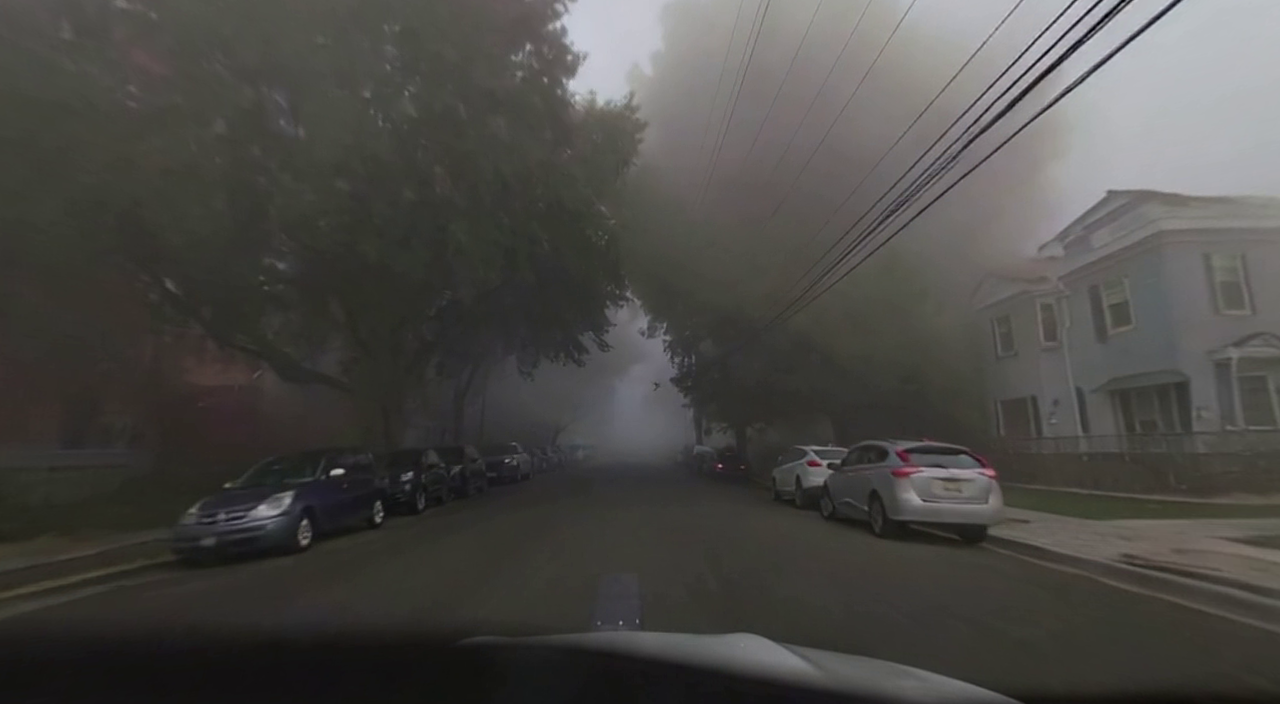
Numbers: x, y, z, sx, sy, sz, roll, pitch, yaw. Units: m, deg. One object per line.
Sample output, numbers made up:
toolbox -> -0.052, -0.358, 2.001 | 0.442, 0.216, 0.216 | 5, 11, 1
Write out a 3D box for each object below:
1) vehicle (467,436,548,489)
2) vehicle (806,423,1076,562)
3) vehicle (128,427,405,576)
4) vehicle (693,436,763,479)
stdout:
vehicle -> -5.502, 4.611, 27.006 | 2.285, 1.895, 5.883 | -2, -8, -1
vehicle -> 4.177, 2.007, 9.867 | 1.979, 1.620, 4.684 | 0, -8, 1
vehicle -> -5.427, 2.145, 9.968 | 1.873, 1.709, 4.206 | -4, -8, -1
vehicle -> 4.054, 4.977, 30.181 | 2.279, 1.848, 5.577 | 1, -9, -3
